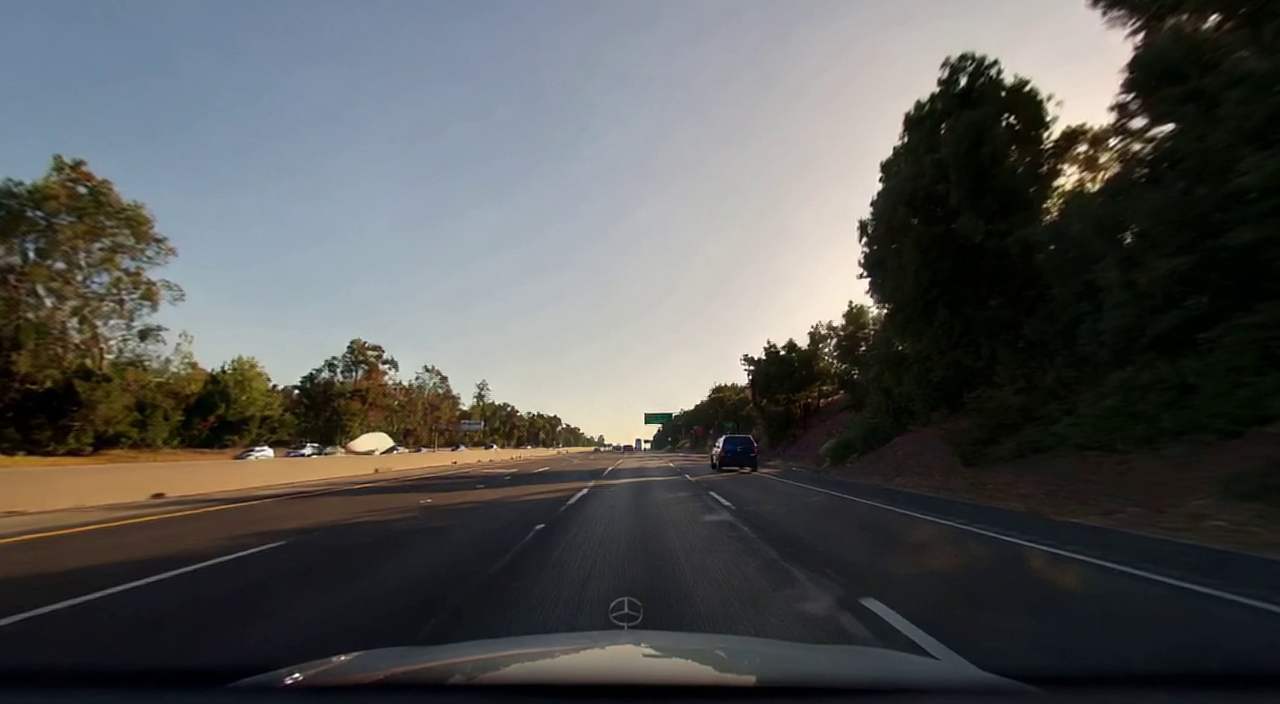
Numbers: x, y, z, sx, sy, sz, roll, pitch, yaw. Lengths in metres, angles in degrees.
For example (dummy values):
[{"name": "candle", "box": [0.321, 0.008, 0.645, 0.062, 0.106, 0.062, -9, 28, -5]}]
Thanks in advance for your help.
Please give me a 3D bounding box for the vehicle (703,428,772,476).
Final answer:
[{"name": "vehicle", "box": [4.248, 4.462, 28.300, 2.172, 1.930, 4.879, 0, -8, -1]}]
